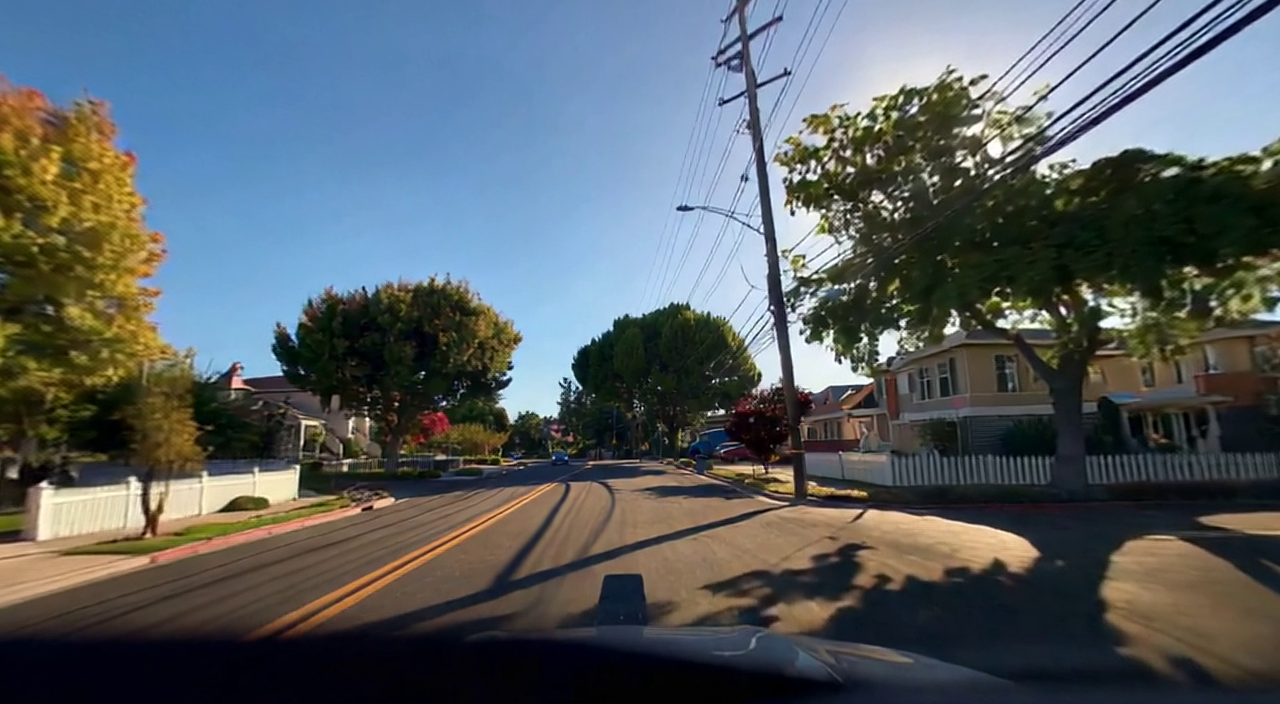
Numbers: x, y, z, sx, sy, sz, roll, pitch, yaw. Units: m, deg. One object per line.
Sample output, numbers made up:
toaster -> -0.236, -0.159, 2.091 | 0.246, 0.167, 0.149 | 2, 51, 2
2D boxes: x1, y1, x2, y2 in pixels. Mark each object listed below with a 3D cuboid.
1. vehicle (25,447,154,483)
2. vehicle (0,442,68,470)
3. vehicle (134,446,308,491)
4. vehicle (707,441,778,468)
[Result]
vehicle -> -26.059, 5.348, 30.015 | 4.338, 1.496, 1.857 | -1, -6, -2
vehicle -> -40.508, 6.852, 41.668 | 1.842, 1.616, 4.207 | -3, -8, -3
vehicle -> -14.795, 4.114, 22.514 | 4.751, 1.459, 1.996 | -1, -8, -1
vehicle -> 7.007, 7.072, 43.525 | 4.412, 1.565, 1.957 | -3, -8, -1
